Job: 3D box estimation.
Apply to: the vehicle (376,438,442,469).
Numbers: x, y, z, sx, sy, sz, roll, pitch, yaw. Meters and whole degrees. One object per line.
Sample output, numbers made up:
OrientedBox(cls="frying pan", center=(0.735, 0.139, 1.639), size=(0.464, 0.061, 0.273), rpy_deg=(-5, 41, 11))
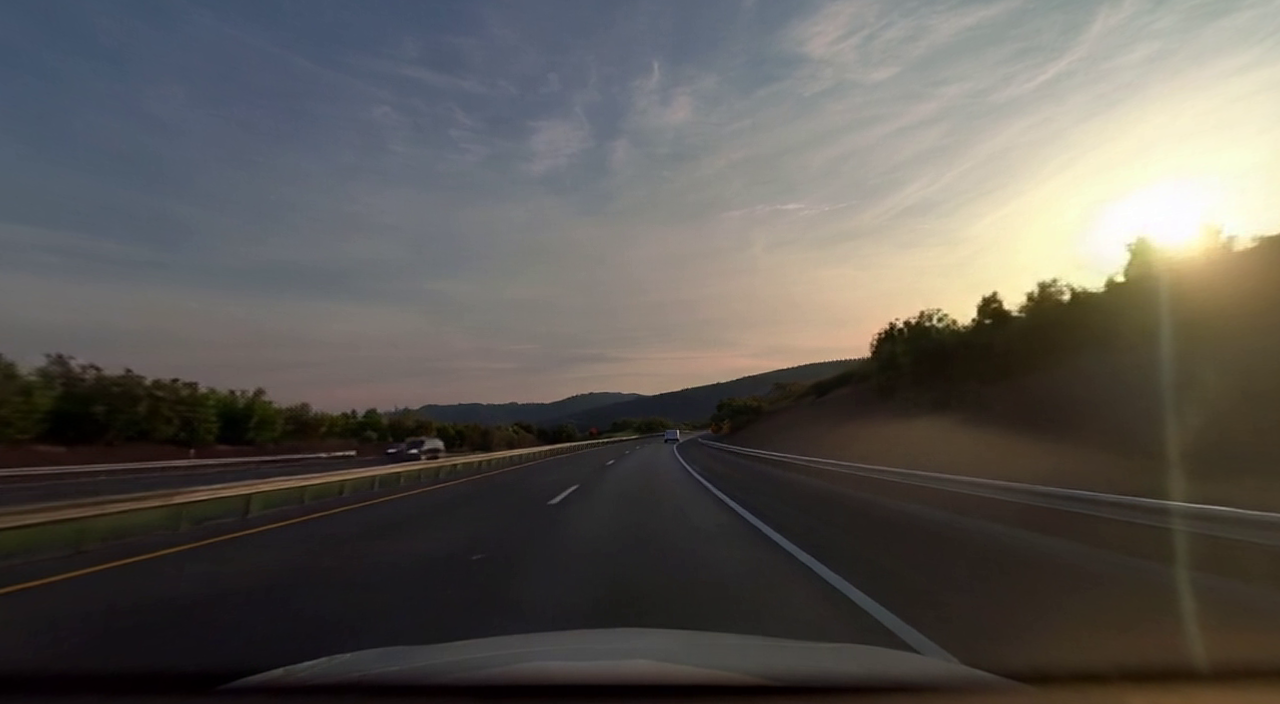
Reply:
OrientedBox(cls="vehicle", center=(-12.197, 5.372, 33.514), size=(1.814, 1.536, 4.239), rpy_deg=(0, -8, 2))
